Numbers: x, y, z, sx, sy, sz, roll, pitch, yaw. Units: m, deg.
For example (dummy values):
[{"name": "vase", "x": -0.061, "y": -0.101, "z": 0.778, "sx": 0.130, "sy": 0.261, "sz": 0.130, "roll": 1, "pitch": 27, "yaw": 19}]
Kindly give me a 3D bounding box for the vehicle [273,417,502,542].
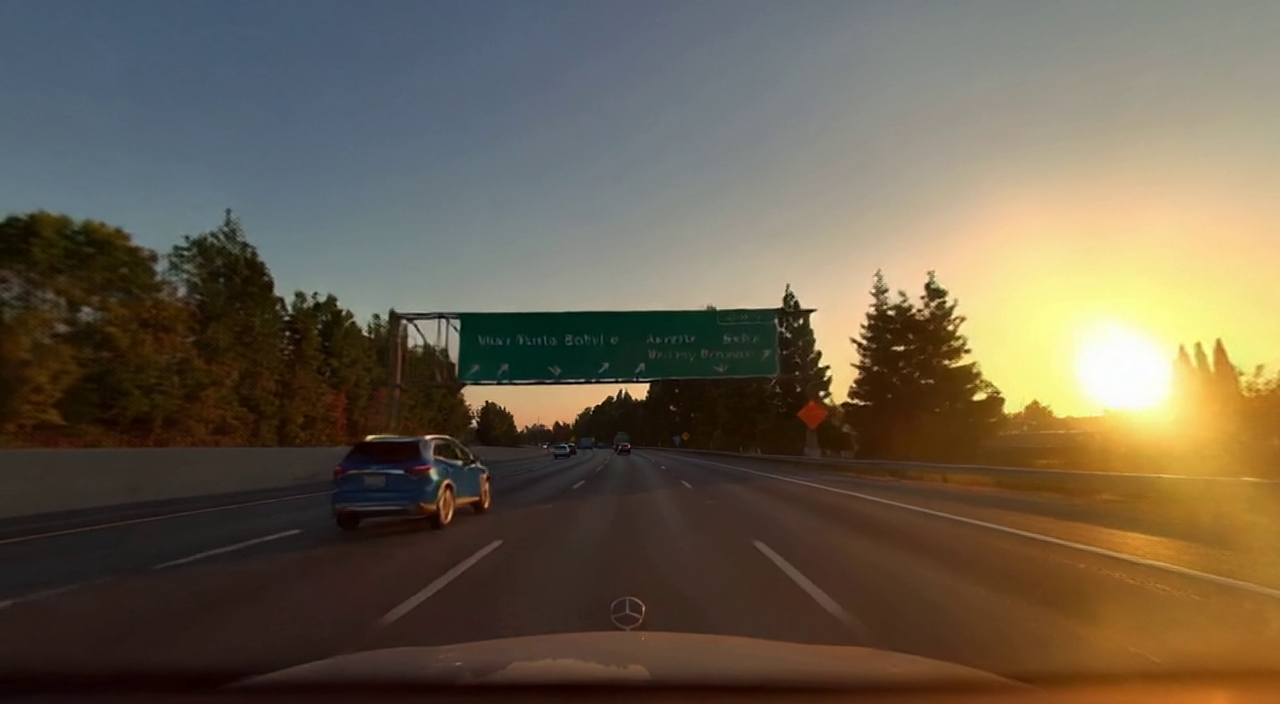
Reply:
[{"name": "vehicle", "x": -4.033, "y": 2.122, "z": 11.146, "sx": 2.162, "sy": 1.724, "sz": 4.537, "roll": 0, "pitch": -8, "yaw": 0}]
